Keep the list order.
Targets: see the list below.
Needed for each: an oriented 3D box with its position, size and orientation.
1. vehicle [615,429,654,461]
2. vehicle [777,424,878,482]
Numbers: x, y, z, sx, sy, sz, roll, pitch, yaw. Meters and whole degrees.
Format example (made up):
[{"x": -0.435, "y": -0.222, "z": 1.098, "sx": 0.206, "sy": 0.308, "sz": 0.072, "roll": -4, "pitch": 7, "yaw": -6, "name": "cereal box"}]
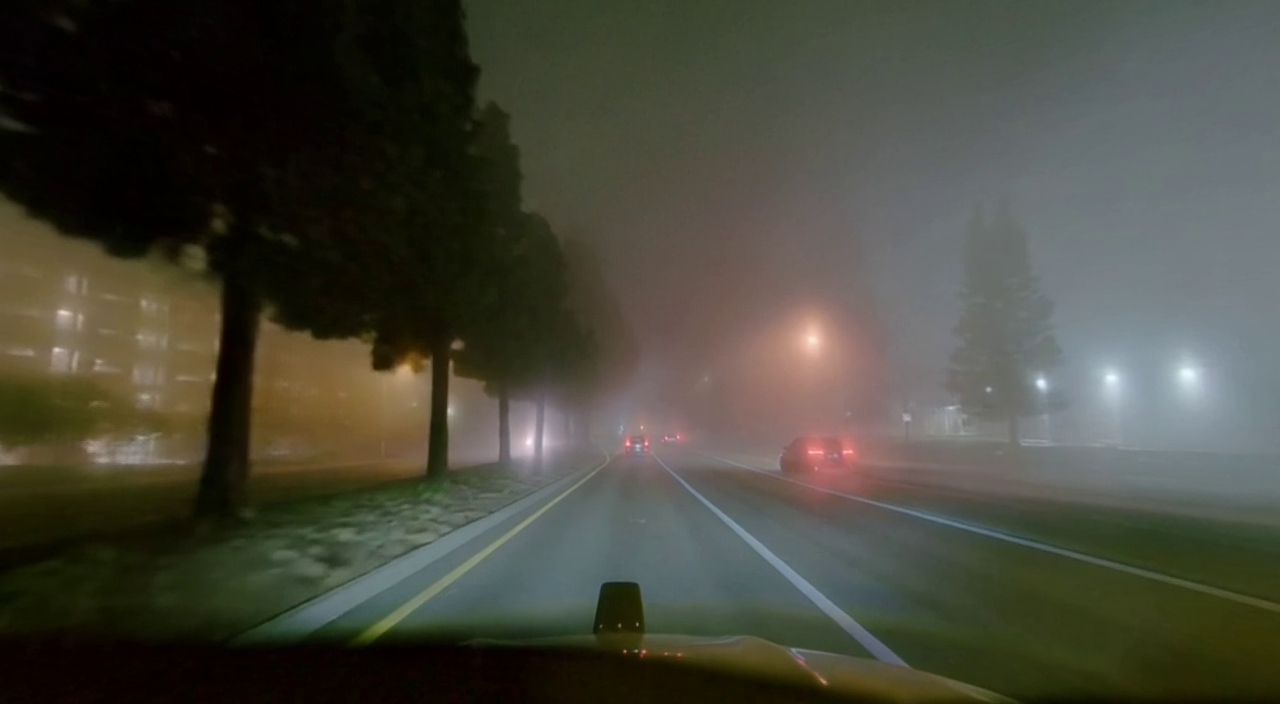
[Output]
[{"x": -0.333, "y": 5.686, "z": 38.468, "sx": 2.193, "sy": 1.794, "sz": 4.457, "roll": 0, "pitch": -8, "yaw": 0, "name": "vehicle"}, {"x": 6.348, "y": 3.483, "z": 22.007, "sx": 2.026, "sy": 1.804, "sz": 4.565, "roll": 0, "pitch": -8, "yaw": -1, "name": "vehicle"}]
